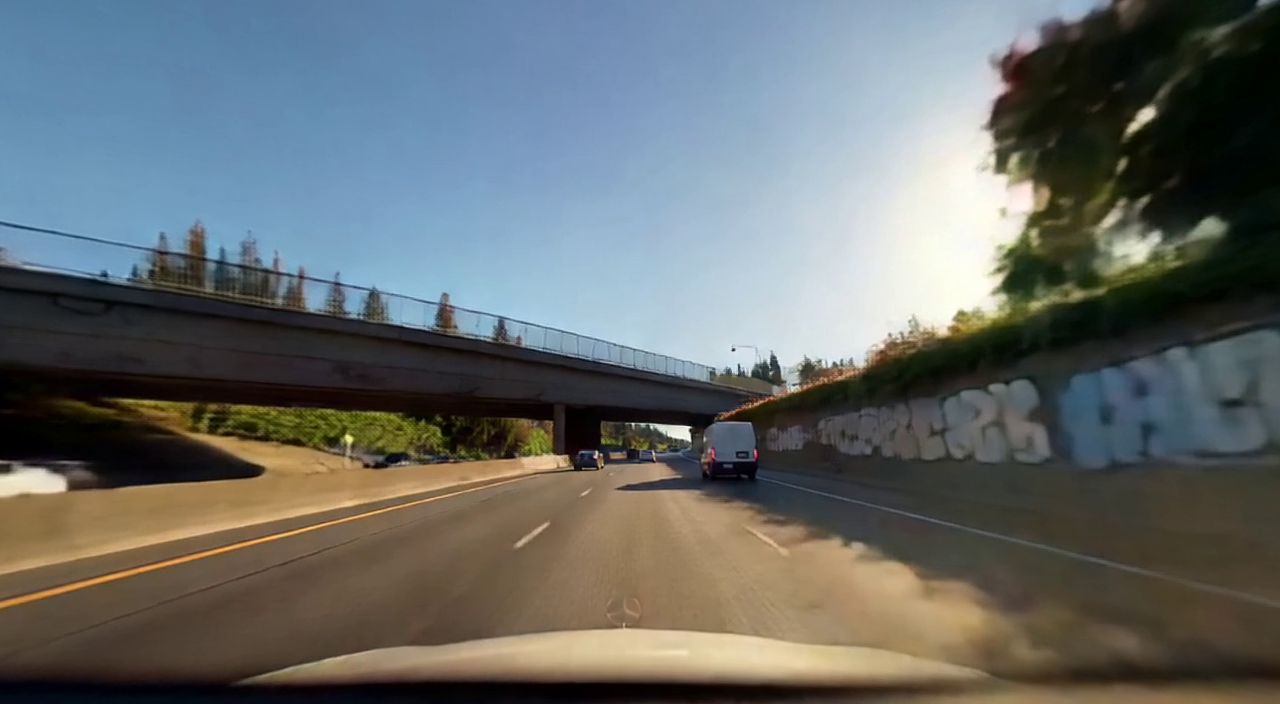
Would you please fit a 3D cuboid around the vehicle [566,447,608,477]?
[{"bbox_3d":[-2.992,6.345,36.474,1.964,1.618,4.489,0,-9,1],"label":"vehicle"}]

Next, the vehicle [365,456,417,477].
[{"bbox_3d":[-19.136,8.765,48.582,1.952,1.509,4.840,0,-9,1],"label":"vehicle"}]

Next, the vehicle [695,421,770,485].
[{"bbox_3d":[4.033,4.589,28.617,2.469,2.591,5.653,0,-9,-1],"label":"vehicle"}]
